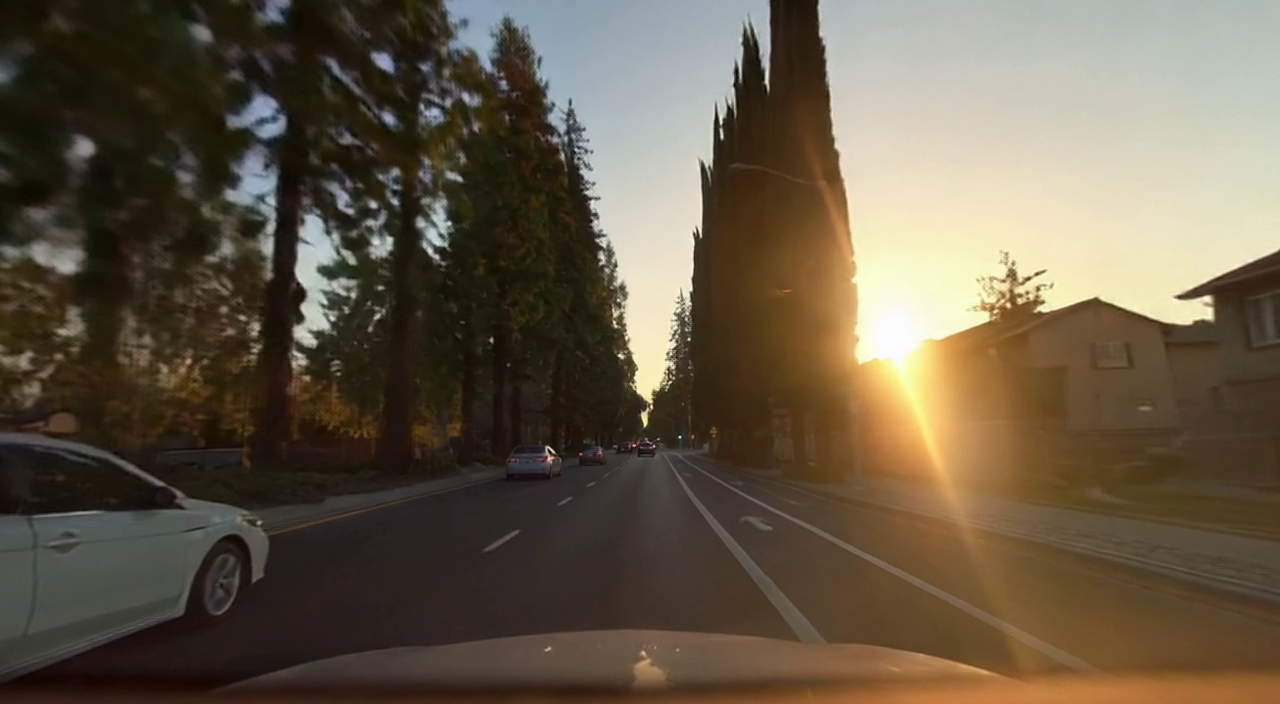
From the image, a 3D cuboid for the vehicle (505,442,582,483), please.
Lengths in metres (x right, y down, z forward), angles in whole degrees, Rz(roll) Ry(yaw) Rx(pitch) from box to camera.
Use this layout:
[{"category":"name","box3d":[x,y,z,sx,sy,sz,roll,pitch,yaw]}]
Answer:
[{"category":"vehicle","box3d":[-3.733,4.371,25.289,2.188,1.473,4.651,0,-8,2]}]

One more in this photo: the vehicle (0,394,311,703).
[{"category":"vehicle","box3d":[-4.061,0.997,3.078,2.190,1.545,4.943,0,-8,1]}]

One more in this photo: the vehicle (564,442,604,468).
[{"category":"vehicle","box3d":[-3.553,6.609,40.584,2.110,1.529,4.743,0,-8,1]}]
